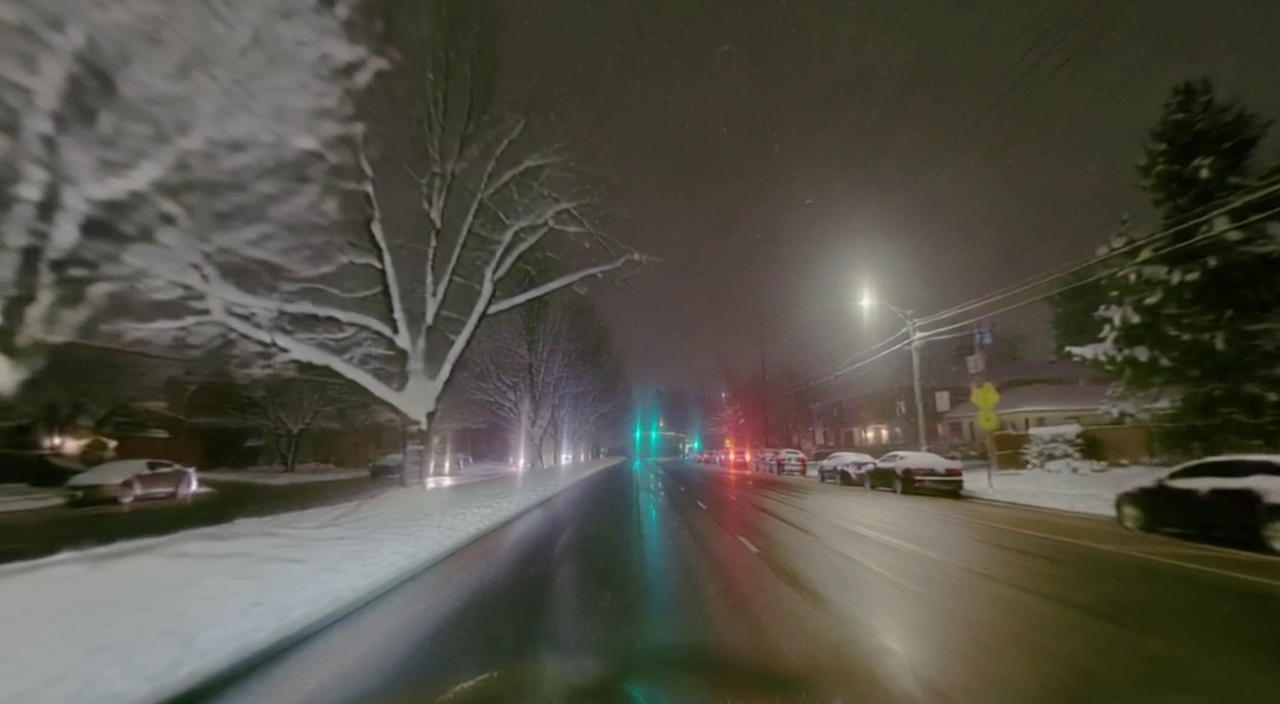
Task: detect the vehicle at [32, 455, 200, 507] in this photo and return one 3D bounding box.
[{"bbox_3d":[-18.433,4.533,22.623,1.885,1.553,4.864,0,-9,0],"label":"vehicle"}]

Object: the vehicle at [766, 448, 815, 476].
[{"bbox_3d":[9.604,7.029,40.733,1.885,1.685,4.430,0,-9,-2],"label":"vehicle"}]

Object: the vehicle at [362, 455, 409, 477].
[{"bbox_3d":[-18.497,8.291,46.111,1.702,1.452,4.161,0,-9,0],"label":"vehicle"}]

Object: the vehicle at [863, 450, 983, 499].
[{"bbox_3d":[9.618,4.166,21.975,1.899,1.475,4.572,0,-9,-2],"label":"vehicle"}]

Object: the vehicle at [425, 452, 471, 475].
[{"bbox_3d":[-12.725,7.388,42.126,1.769,1.418,4.173,0,-9,1],"label":"vehicle"}]

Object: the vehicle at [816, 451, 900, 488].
[{"bbox_3d":[9.461,5.129,27.897,1.918,1.454,4.683,0,-9,-1],"label":"vehicle"}]

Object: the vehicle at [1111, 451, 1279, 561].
[{"bbox_3d":[9.658,2.197,9.230,1.961,1.456,4.493,0,-9,-2],"label":"vehicle"}]
